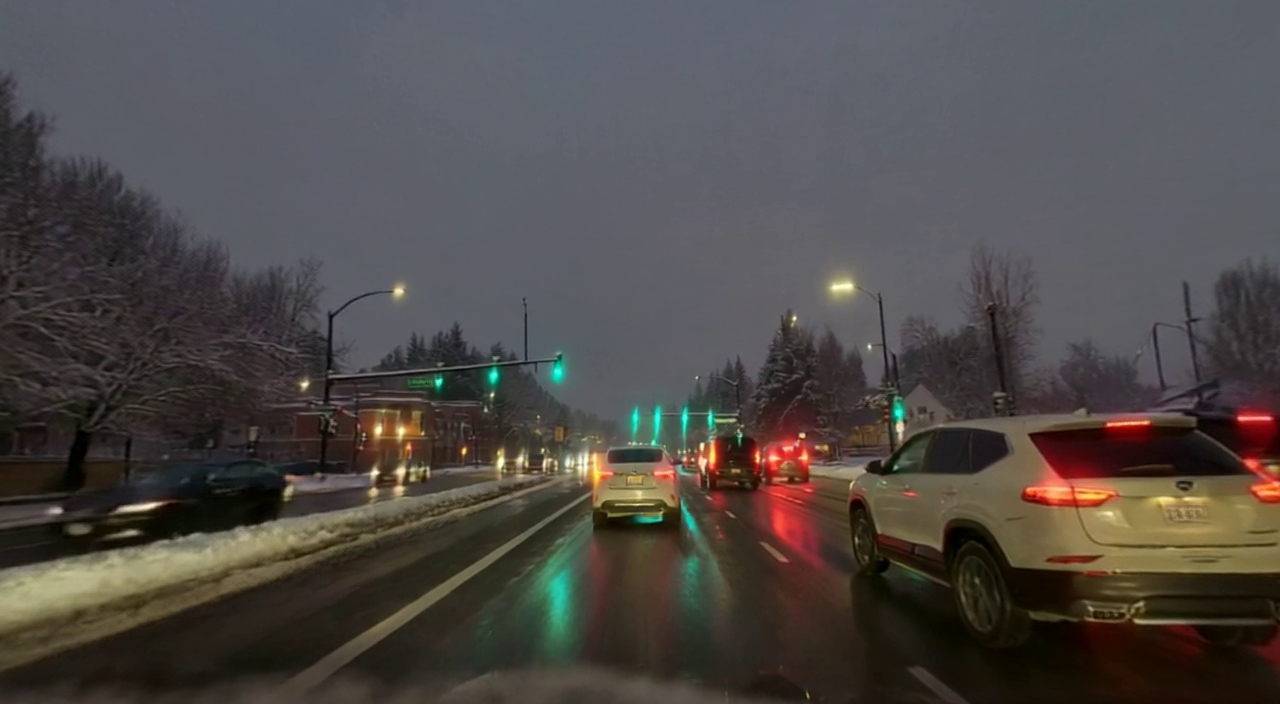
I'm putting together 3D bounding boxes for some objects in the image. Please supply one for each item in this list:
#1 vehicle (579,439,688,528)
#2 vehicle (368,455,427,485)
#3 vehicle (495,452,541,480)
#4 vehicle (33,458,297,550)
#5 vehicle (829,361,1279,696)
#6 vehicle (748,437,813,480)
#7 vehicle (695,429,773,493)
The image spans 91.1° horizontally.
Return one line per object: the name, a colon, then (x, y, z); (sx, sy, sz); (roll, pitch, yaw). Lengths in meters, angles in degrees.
vehicle: (-0.078, 2.854, 14.213); (2.111, 1.676, 4.018); (0, -9, 1)
vehicle: (-15.442, 7.504, 40.199); (1.968, 1.675, 4.382); (0, -9, 1)
vehicle: (-8.325, 7.786, 43.286); (2.133, 1.771, 4.611); (0, -9, 2)
vehicle: (-9.374, 2.976, 13.026); (1.933, 1.469, 4.516); (0, -9, 0)
vehicle: (3.453, 1.356, 5.977); (1.982, 1.960, 4.427); (0, -9, 1)
vehicle: (7.951, 6.092, 36.130); (2.627, 2.252, 5.236); (0, -9, 1)
vehicle: (3.902, 4.668, 27.311); (2.516, 2.481, 5.766); (0, -9, 0)
